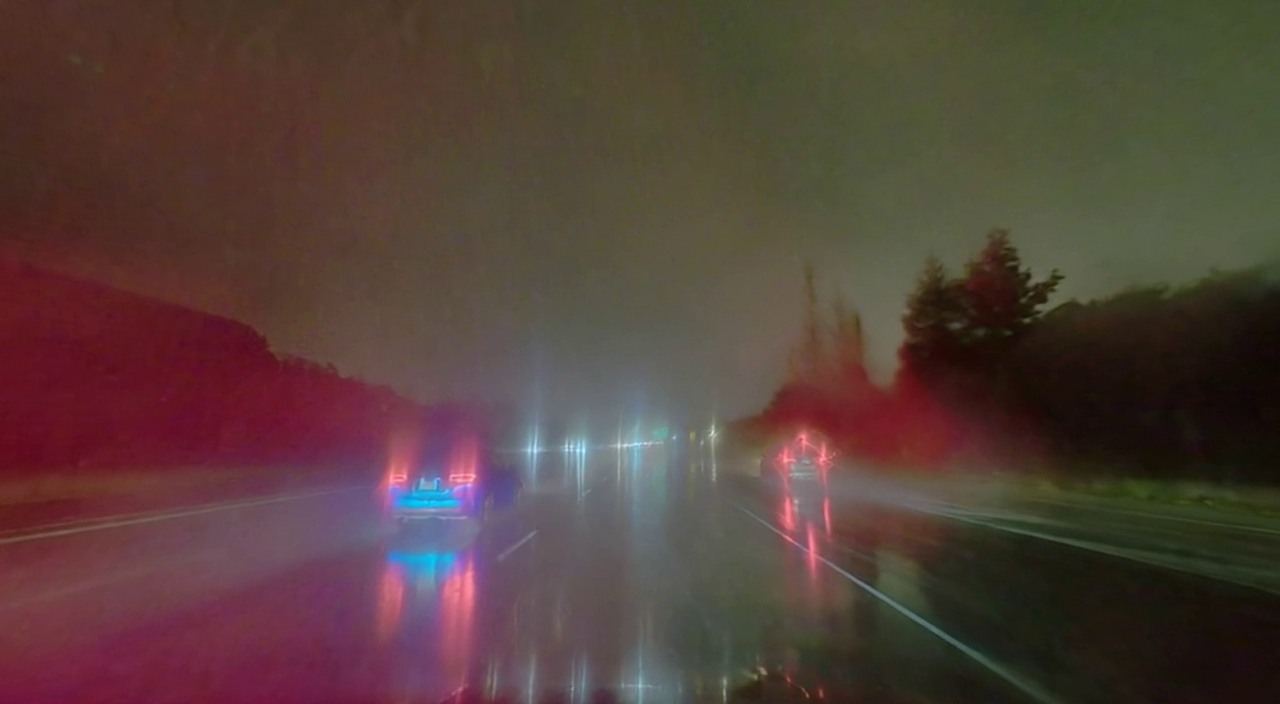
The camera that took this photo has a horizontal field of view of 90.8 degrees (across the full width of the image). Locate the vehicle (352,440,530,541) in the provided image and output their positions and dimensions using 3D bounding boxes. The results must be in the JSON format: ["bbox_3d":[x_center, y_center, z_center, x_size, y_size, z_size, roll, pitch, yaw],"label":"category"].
[{"bbox_3d":[-3.311,2.357,11.360,1.935,1.479,3.787,0,-9,0],"label":"vehicle"}]
